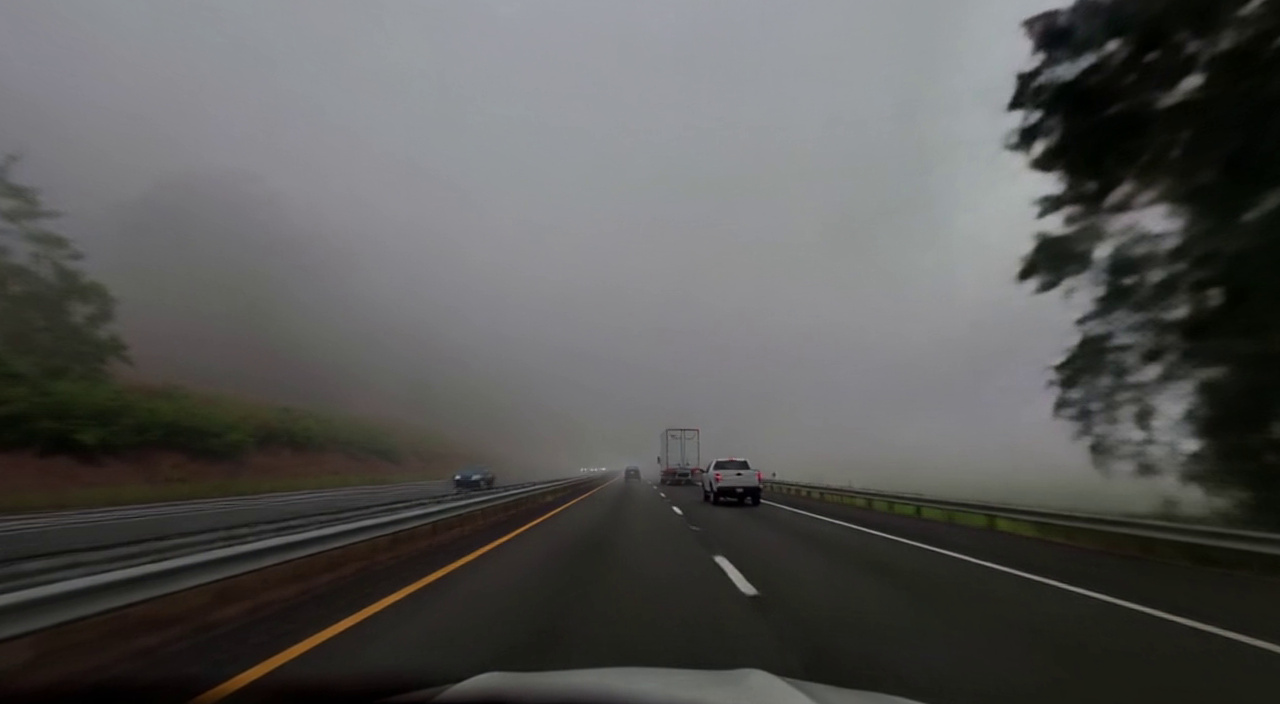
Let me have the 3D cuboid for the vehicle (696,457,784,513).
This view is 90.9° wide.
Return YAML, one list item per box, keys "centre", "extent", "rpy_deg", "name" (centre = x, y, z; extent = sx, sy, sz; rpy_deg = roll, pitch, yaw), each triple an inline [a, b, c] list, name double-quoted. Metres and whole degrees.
- centre: [3.248, 4.460, 21.435]
  extent: [2.124, 1.662, 4.641]
  rpy_deg: [1, -10, -1]
  name: "vehicle"

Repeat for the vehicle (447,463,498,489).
- centre: [-10.333, 7.685, 39.088]
  extent: [2.015, 1.457, 3.979]
  rpy_deg: [1, -10, 0]
  name: "vehicle"
